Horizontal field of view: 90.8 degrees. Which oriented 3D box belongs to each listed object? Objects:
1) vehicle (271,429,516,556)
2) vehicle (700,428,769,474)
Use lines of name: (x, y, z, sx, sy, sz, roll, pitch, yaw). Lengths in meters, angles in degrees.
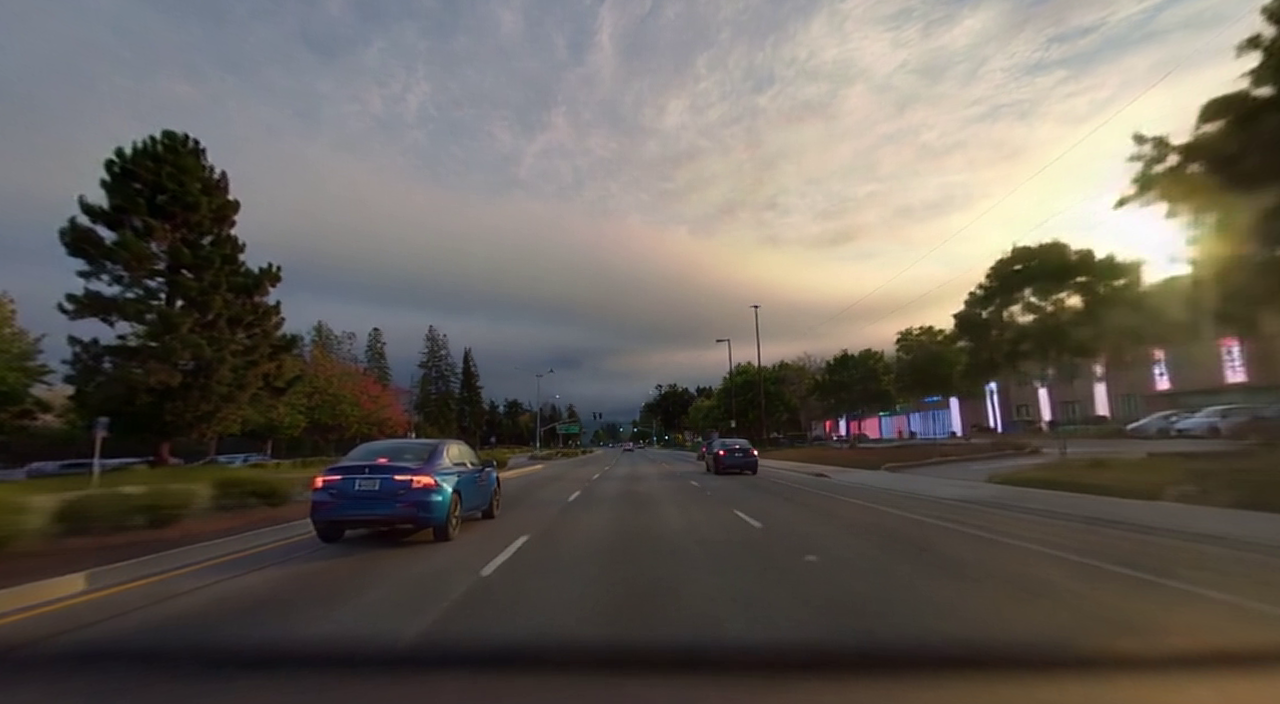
vehicle: (-3.293, 1.952, 9.561, 2.017, 1.470, 4.293, 0, -8, -1)
vehicle: (4.500, 4.835, 31.096, 2.476, 2.016, 5.586, 0, -8, 0)
